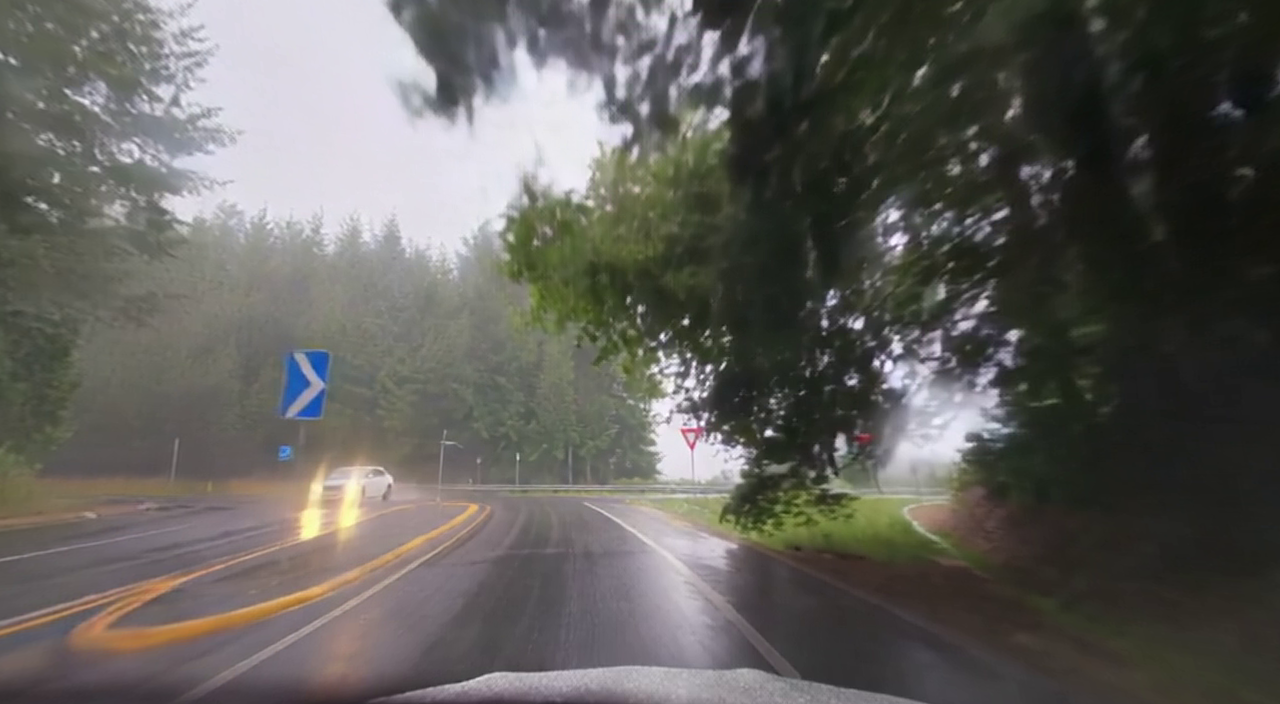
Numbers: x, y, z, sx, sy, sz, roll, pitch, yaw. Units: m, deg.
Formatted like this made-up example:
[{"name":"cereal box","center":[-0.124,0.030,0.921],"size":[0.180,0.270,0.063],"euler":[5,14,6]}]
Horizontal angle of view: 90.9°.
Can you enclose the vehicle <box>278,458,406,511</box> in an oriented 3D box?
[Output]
[{"name":"vehicle","center":[-10.085,4.498,21.692],"size":[1.889,1.583,3.992],"euler":[-1,-11,11]}]
